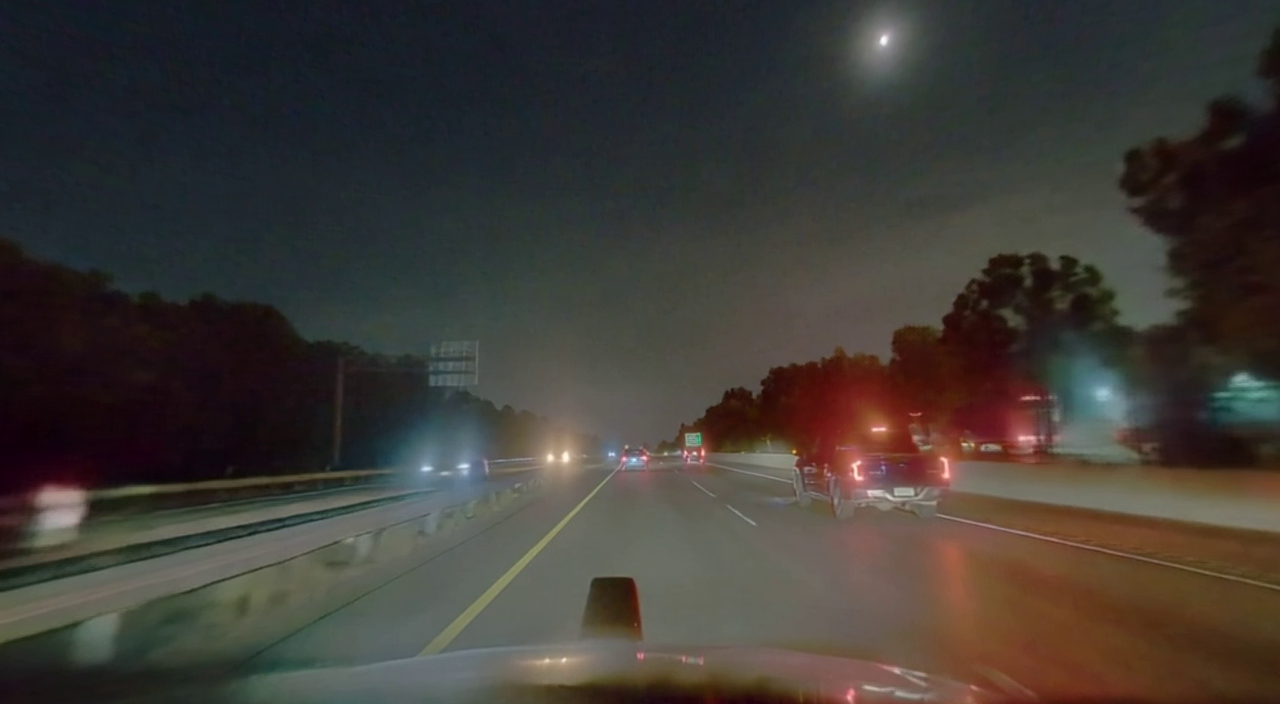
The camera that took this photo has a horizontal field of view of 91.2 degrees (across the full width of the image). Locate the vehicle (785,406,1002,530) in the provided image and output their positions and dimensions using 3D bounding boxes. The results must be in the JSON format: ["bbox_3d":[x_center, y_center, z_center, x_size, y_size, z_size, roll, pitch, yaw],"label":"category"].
[{"bbox_3d":[4.607,2.218,12.459,2.261,1.952,4.784,0,-9,0],"label":"vehicle"}]

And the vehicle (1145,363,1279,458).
[{"bbox_3d":[28.658,2.557,27.078,2.909,3.998,13.523,-1,-9,2],"label":"vehicle"}]

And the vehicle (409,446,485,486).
[{"bbox_3d":[-8.708,5.168,28.727,1.995,1.677,4.480,0,-9,1],"label":"vehicle"}]

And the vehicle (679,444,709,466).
[{"bbox_3d":[4.141,7.948,48.432,1.936,1.589,3.915,0,-9,0],"label":"vehicle"}]

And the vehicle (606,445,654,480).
[{"bbox_3d":[-0.395,4.977,28.460,2.029,1.483,3.769,0,-9,1],"label":"vehicle"}]
